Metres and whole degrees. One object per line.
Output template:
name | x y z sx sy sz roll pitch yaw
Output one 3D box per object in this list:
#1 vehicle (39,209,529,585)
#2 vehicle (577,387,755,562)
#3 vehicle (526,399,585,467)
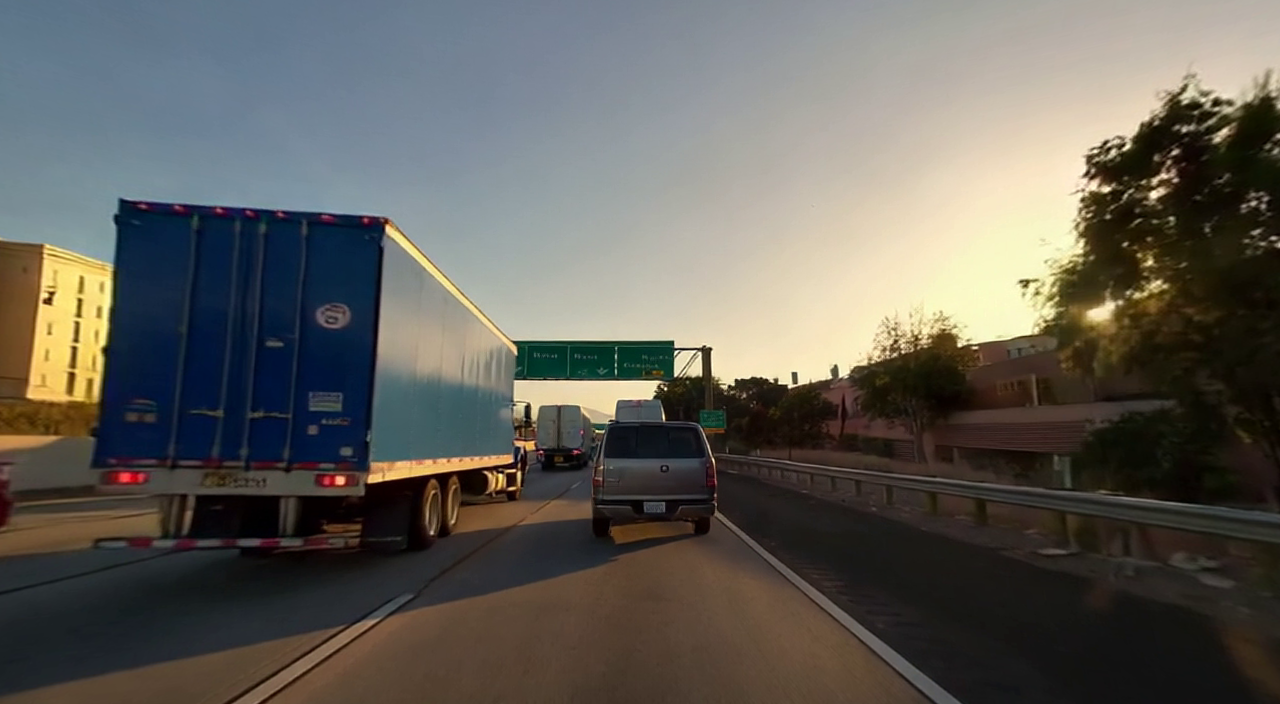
vehicle | -3.971 0.980 10.111 2.814 3.513 8.529 0 -9 0
vehicle | 0.196 1.650 9.041 1.947 1.910 4.040 0 -9 -3
vehicle | -4.896 5.007 38.178 2.617 3.604 9.499 0 -9 -2
